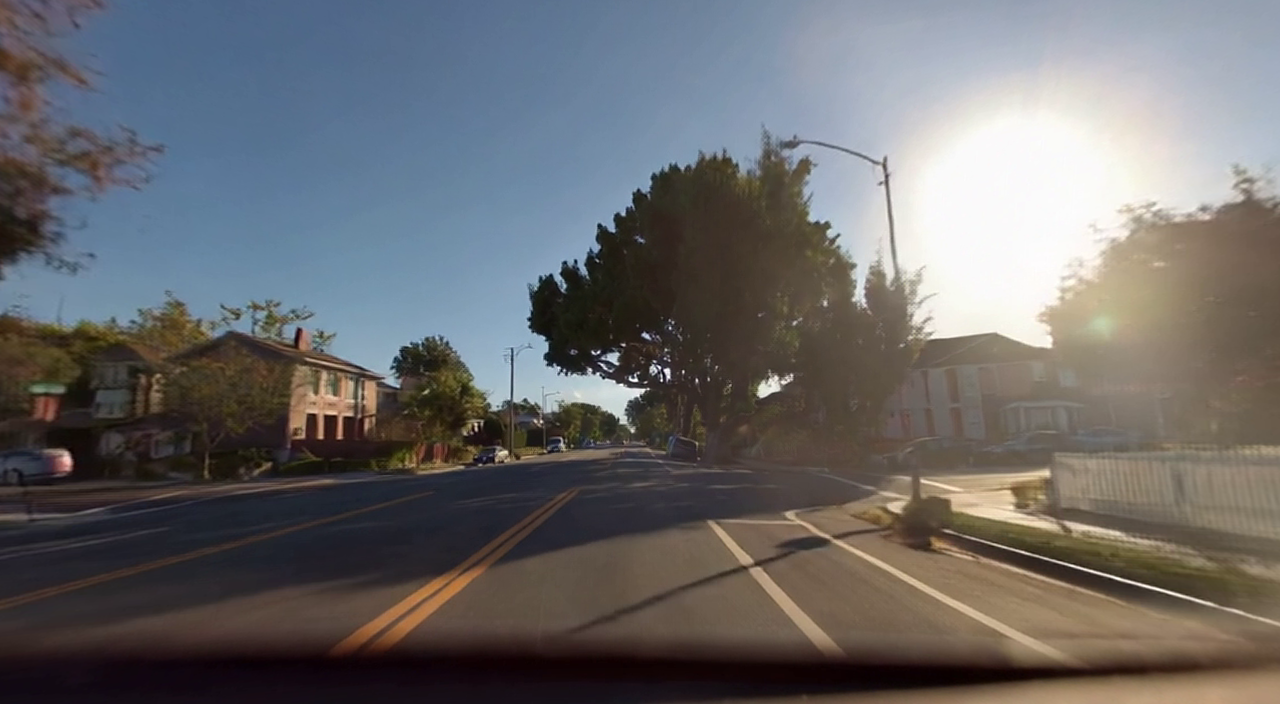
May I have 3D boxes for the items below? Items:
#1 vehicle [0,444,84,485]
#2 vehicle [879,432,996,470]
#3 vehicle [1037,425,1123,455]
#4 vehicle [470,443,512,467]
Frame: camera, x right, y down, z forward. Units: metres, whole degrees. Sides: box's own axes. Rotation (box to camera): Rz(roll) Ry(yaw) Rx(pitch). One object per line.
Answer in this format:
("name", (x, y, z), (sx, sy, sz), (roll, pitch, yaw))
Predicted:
("vehicle", (-30.608, 5.404, 30.675), (5.077, 1.866, 2.236), (0, -8, 3))
("vehicle", (14.308, 4.789, 30.597), (4.635, 1.706, 1.954), (0, -8, 2))
("vehicle", (26.981, 5.442, 38.915), (2.000, 1.773, 4.469), (0, -8, -1))
("vehicle", (-11.048, 7.646, 47.220), (2.049, 1.527, 4.677), (-4, -8, -1))
